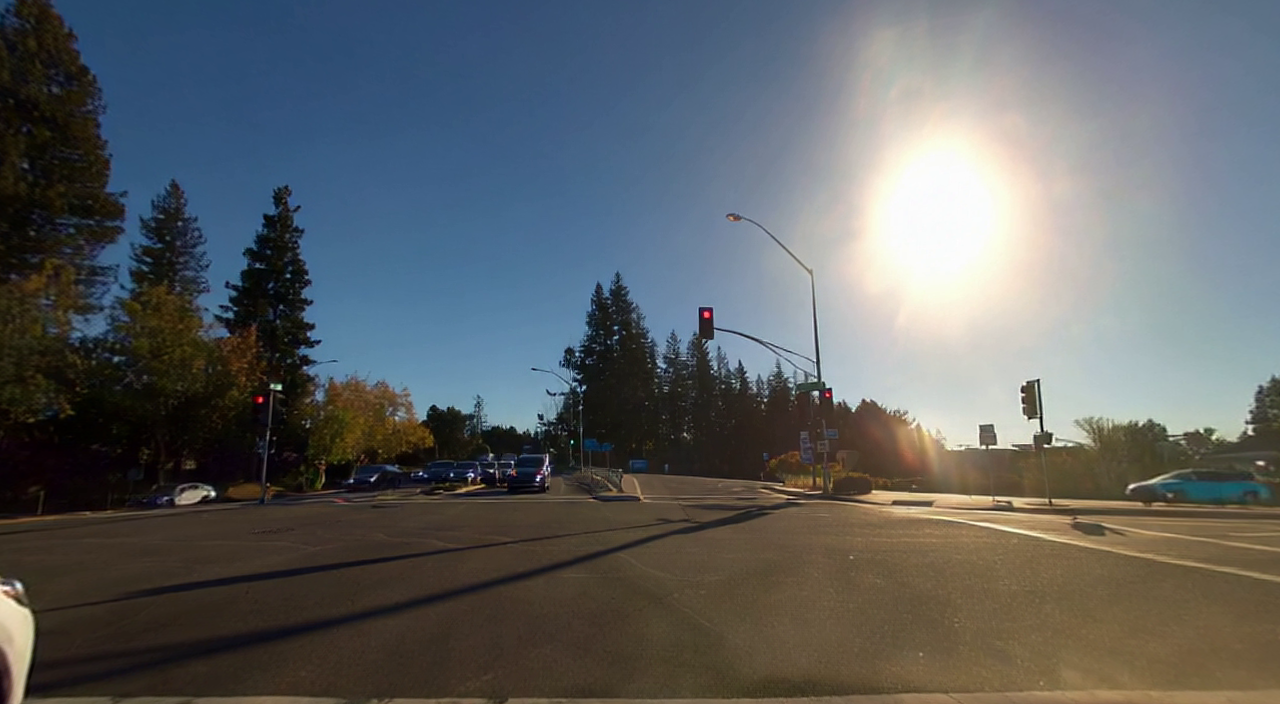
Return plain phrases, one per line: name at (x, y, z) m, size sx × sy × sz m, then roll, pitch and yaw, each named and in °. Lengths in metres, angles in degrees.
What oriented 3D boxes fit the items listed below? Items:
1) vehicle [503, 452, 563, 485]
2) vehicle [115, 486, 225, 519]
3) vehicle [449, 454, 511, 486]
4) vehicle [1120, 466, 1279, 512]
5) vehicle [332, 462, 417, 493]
vehicle at (-5.222, 5.754, 31.518) m, size 2.107 × 1.456 × 4.728 m, roll 0°, pitch -8°, yaw 1°
vehicle at (-26.217, 8.407, 35.342) m, size 4.491 × 1.500 × 2.029 m, roll 4°, pitch -9°, yaw -24°
vehicle at (-8.047, 5.974, 32.098) m, size 1.960 × 1.433 × 4.213 m, roll 0°, pitch -8°, yaw 1°
vehicle at (22.440, 5.438, 25.219) m, size 4.571 × 1.621 × 2.113 m, roll -1°, pitch -9°, yaw 7°
vehicle at (-17.329, 8.157, 41.423) m, size 2.050 × 1.755 × 5.135 m, roll -3°, pitch -9°, yaw 21°
